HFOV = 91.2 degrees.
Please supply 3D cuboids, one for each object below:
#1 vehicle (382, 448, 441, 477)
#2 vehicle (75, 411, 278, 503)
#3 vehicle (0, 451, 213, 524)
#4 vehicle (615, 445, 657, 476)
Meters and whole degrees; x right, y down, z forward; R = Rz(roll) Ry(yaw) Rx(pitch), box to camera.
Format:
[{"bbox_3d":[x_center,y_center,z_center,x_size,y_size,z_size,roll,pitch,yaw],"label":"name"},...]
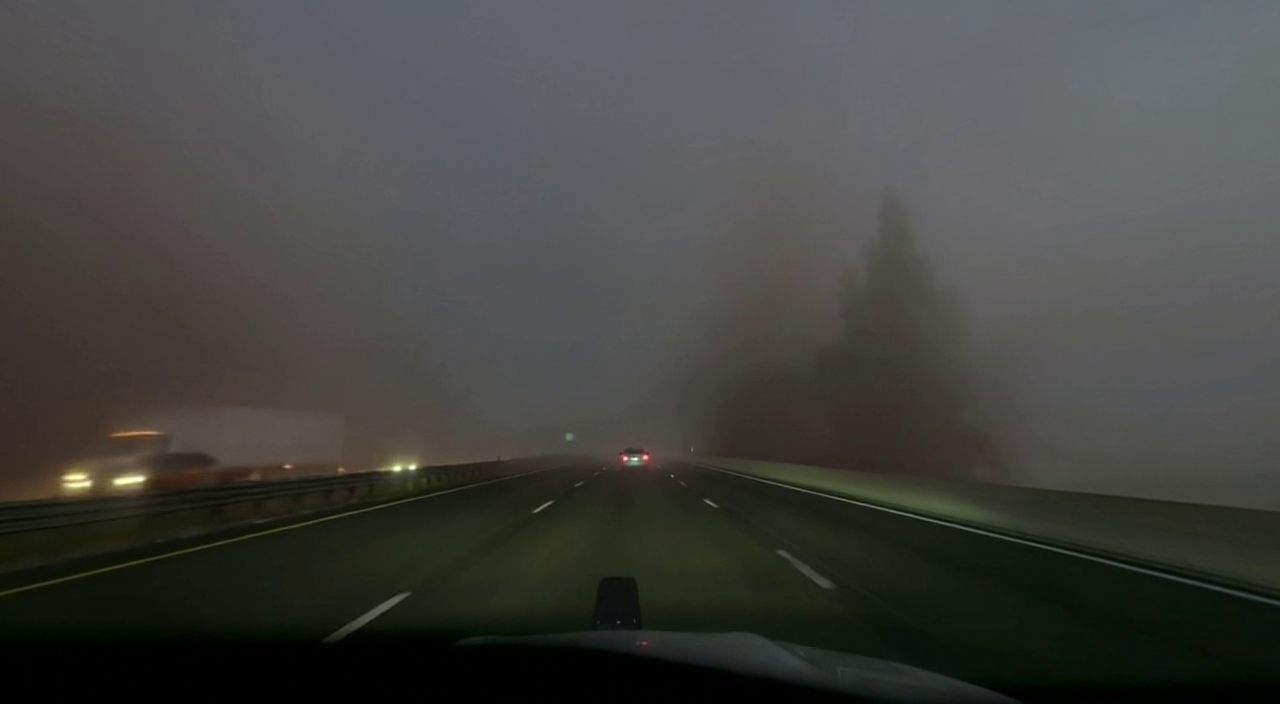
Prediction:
[{"bbox_3d":[-13.919,6.725,38.482,1.999,1.634,4.232,0,-9,0],"label":"vehicle"},{"bbox_3d":[-17.209,3.972,23.992,2.645,3.018,6.446,-1,-9,1],"label":"vehicle"},{"bbox_3d":[-12.757,3.191,15.313,1.903,1.495,3.908,0,-9,-1],"label":"vehicle"},{"bbox_3d":[-0.227,5.785,33.612,2.095,1.537,4.017,0,-9,-1],"label":"vehicle"}]
